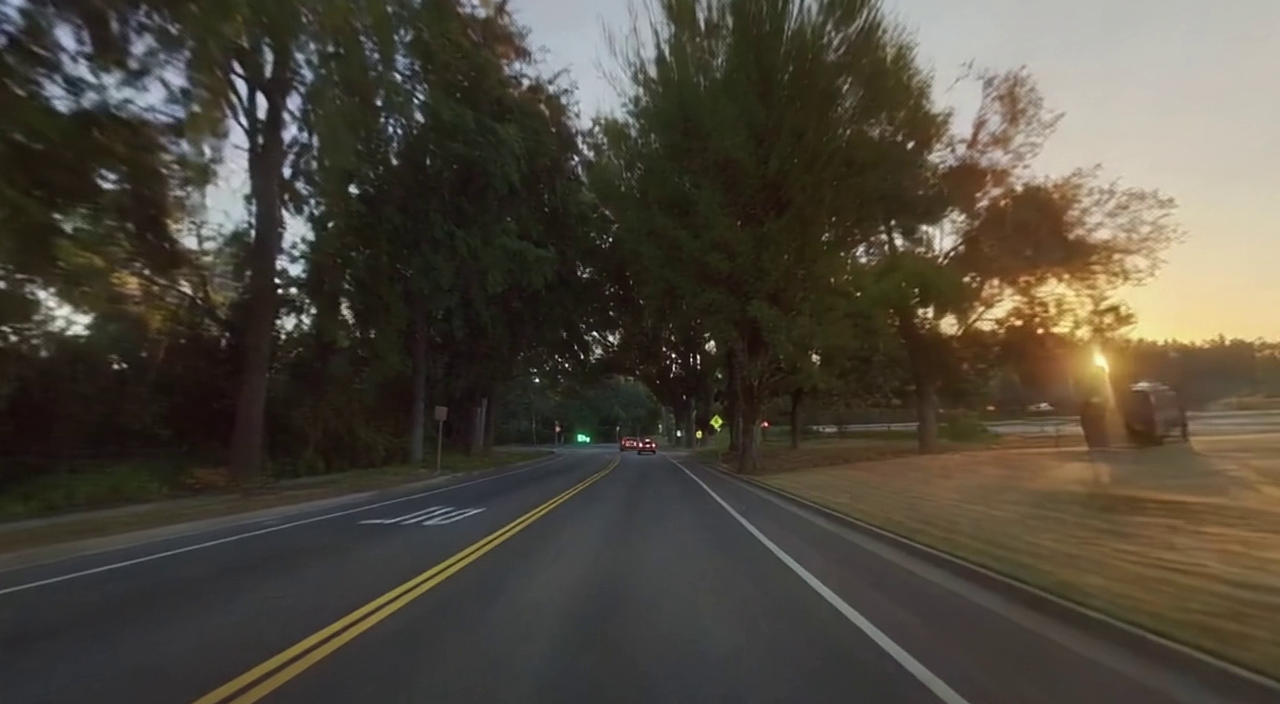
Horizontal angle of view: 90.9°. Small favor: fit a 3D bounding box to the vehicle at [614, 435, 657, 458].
[{"bbox_3d":[-0.369,6.562,43.872,1.861,1.511,4.237,2,-9,-17],"label":"vehicle"}]
